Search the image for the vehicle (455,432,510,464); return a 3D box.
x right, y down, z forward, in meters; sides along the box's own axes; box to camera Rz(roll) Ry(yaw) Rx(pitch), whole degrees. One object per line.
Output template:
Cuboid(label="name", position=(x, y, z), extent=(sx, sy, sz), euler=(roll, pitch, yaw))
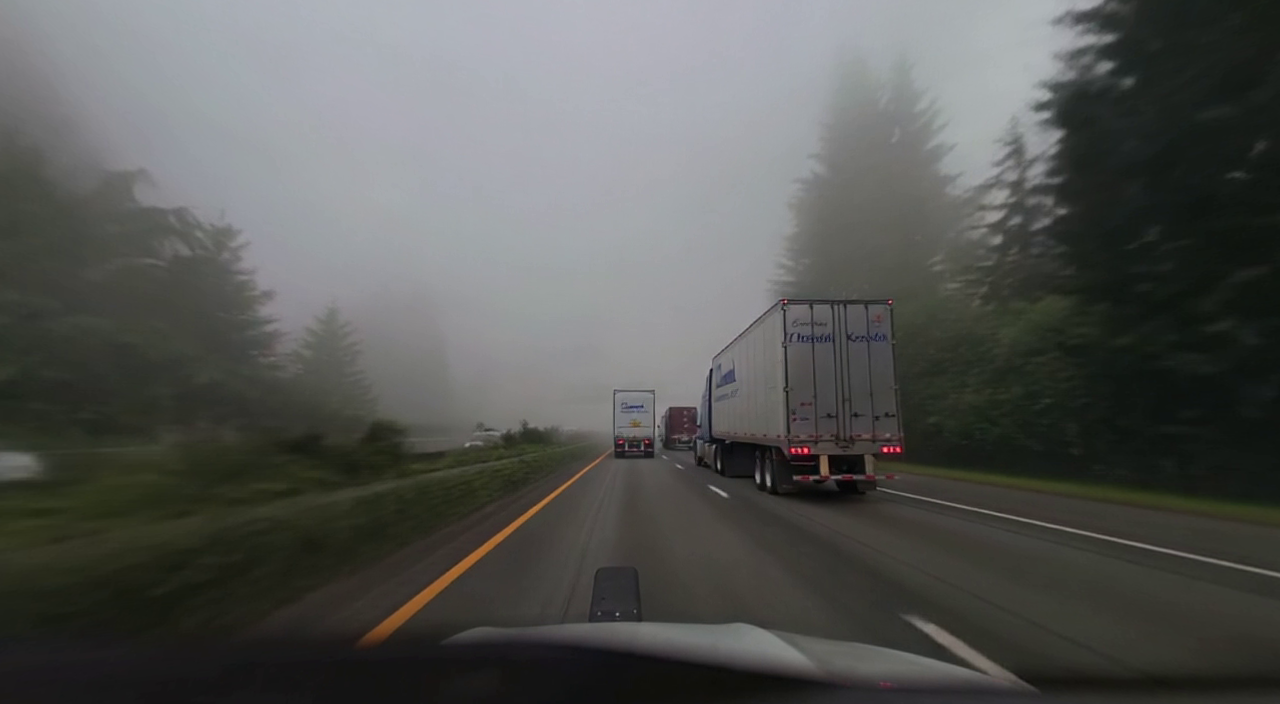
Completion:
Cuboid(label="vehicle", position=(-9.032, 5.506, 36.511), extent=(1.997, 1.712, 4.498), euler=(0, -8, 0))

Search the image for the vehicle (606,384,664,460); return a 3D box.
Cuboid(label="vehicle", position=(-0.319, 4.281, 37.572), extent=(2.958, 3.917, 10.196), euler=(0, -8, -1))

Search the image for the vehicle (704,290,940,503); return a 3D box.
Cuboid(label="vehicle", position=(4.221, 1.797, 19.429), extent=(2.856, 4.145, 14.500), euler=(0, -8, 0))
